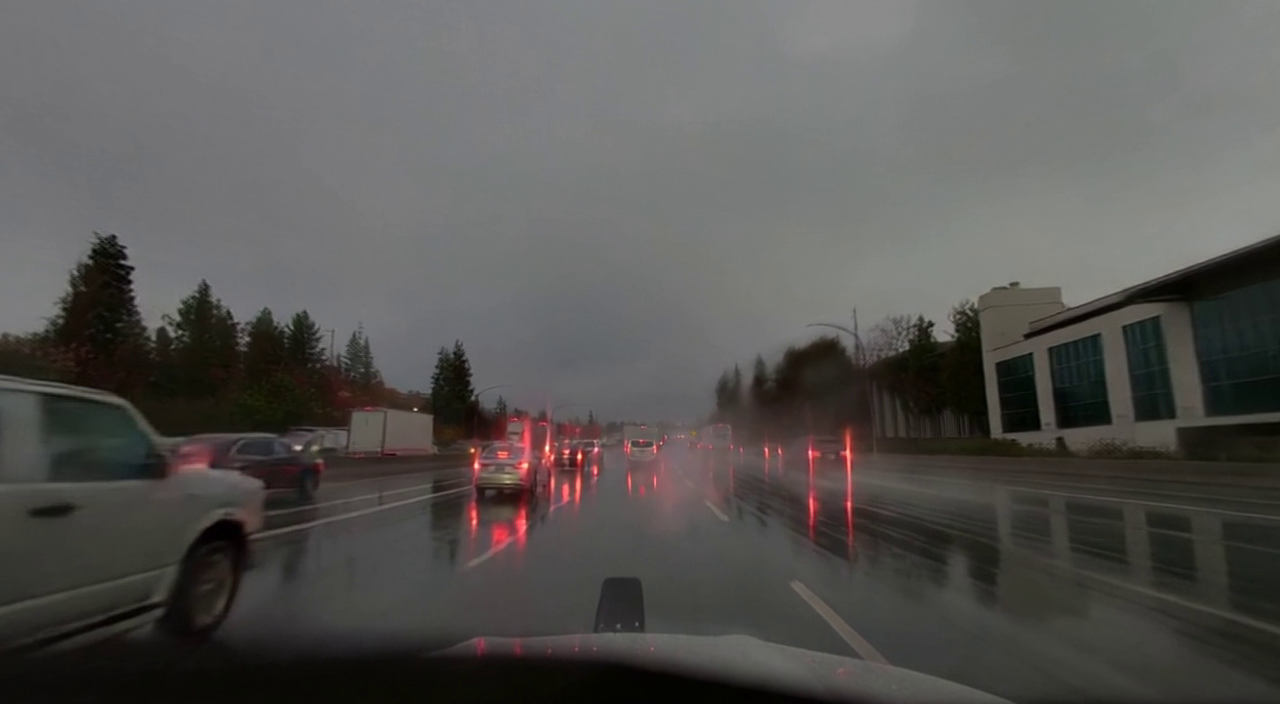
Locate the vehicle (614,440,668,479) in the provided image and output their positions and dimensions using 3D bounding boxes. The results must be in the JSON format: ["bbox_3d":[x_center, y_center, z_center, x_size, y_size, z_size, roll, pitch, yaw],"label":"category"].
[{"bbox_3d":[0.040,4.394,25.958,2.053,1.461,3.941,0,-9,0],"label":"vehicle"}]

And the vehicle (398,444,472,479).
[{"bbox_3d":[-9.091,4.876,28.246,1.827,1.472,3.962,0,-9,2],"label":"vehicle"}]

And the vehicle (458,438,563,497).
[{"bbox_3d":[-3.534,3.242,18.036,2.025,1.449,4.190,0,-9,1],"label":"vehicle"}]

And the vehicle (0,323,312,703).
[{"bbox_3d":[-3.571,0.769,2.568,2.012,1.734,4.510,0,-9,0],"label":"vehicle"}]

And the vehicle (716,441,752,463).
[{"bbox_3d":[6.611,7.078,44.507,1.895,1.488,4.254,0,-9,0],"label":"vehicle"}]

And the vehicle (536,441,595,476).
[{"bbox_3d":[-3.381,4.931,29.403,2.098,1.463,4.578,0,-9,1],"label":"vehicle"}]

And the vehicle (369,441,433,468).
[{"bbox_3d":[-15.271,6.609,40.558,2.021,1.607,4.979,0,-9,2],"label":"vehicle"}]

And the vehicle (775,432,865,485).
[{"bbox_3d":[6.472,3.877,23.225,1.992,1.745,4.329,0,-9,-1],"label":"vehicle"}]
